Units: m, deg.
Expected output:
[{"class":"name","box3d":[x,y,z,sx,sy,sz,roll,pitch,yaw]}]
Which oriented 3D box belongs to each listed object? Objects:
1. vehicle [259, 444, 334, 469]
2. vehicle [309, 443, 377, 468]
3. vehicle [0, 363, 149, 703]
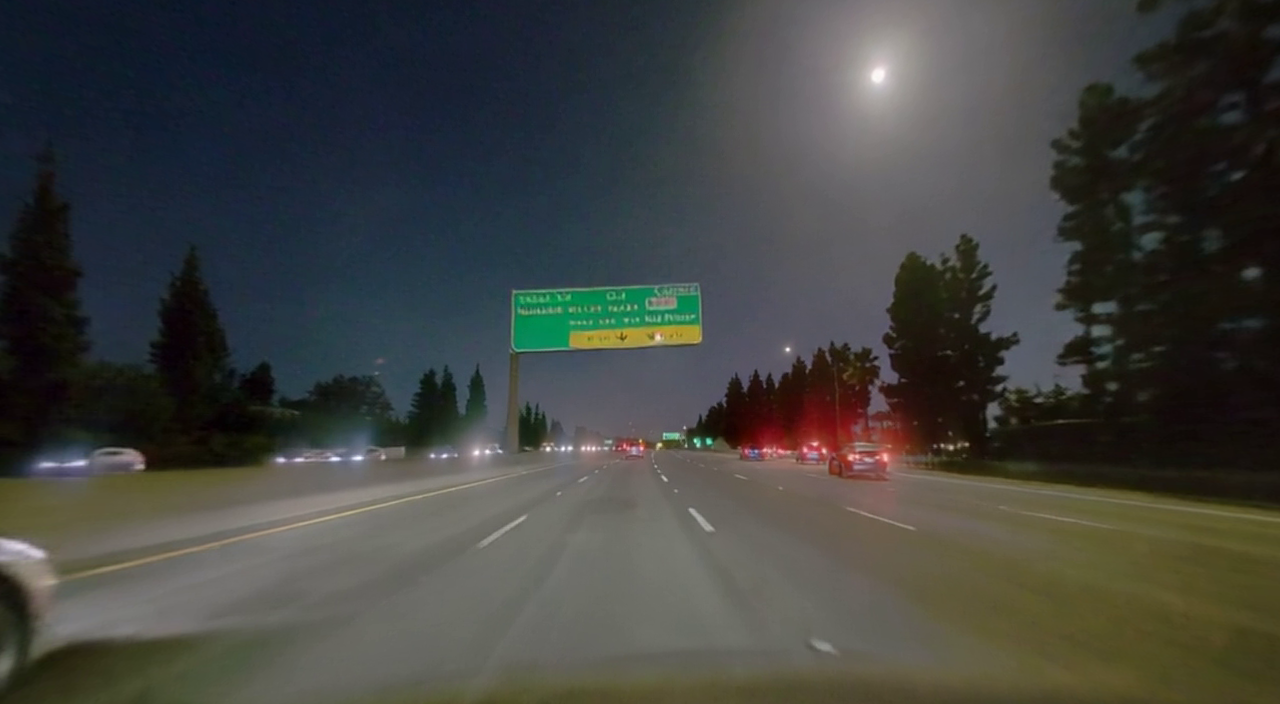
[{"class":"vehicle","box3d":[-22.202,6.769,41.112,1.940,1.464,5.027,0,-8,2]},{"class":"vehicle","box3d":[-19.039,6.650,40.749,2.122,1.510,4.488,0,-8,2]},{"class":"vehicle","box3d":[-3.648,0.630,1.040,1.996,1.617,4.637,0,-8,-1]}]
